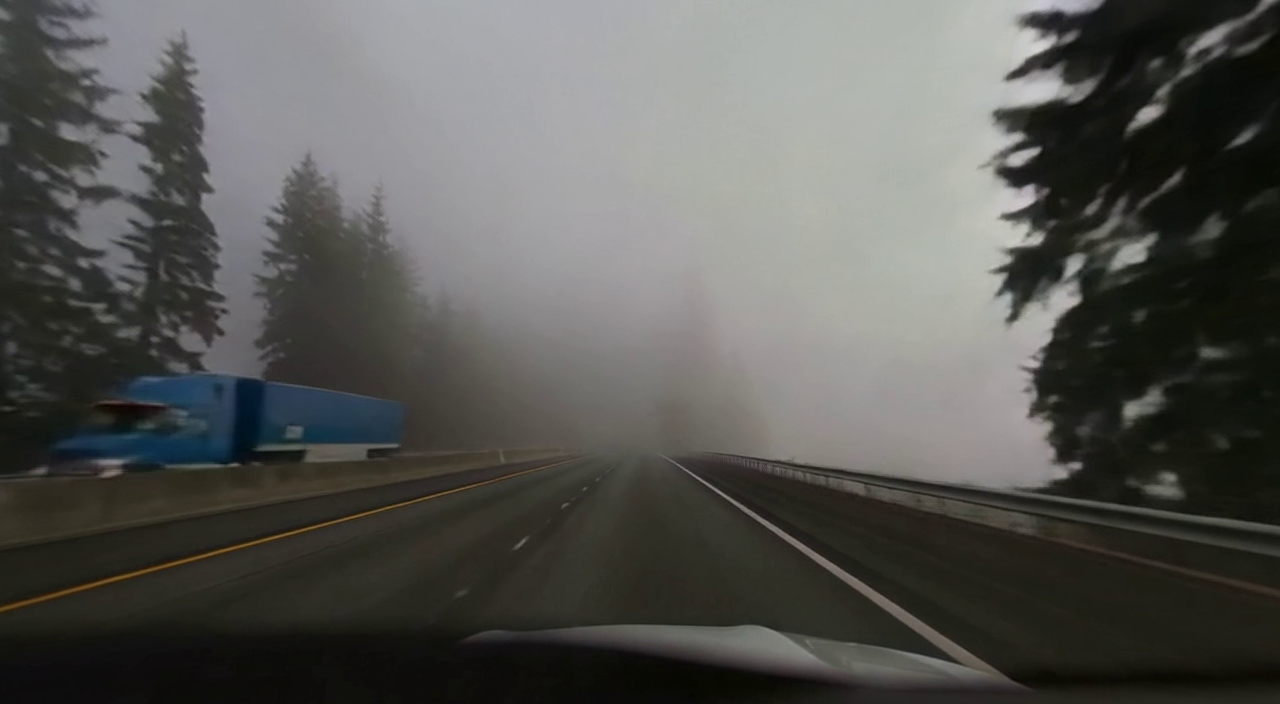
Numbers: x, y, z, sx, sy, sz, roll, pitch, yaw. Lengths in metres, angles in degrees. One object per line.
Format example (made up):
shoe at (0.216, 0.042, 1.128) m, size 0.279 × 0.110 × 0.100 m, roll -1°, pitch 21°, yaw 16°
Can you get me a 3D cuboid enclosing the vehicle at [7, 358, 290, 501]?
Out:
vehicle at (-17.165, 2.918, 23.301) m, size 3.317 × 4.278 × 8.478 m, roll 0°, pitch -8°, yaw 1°
